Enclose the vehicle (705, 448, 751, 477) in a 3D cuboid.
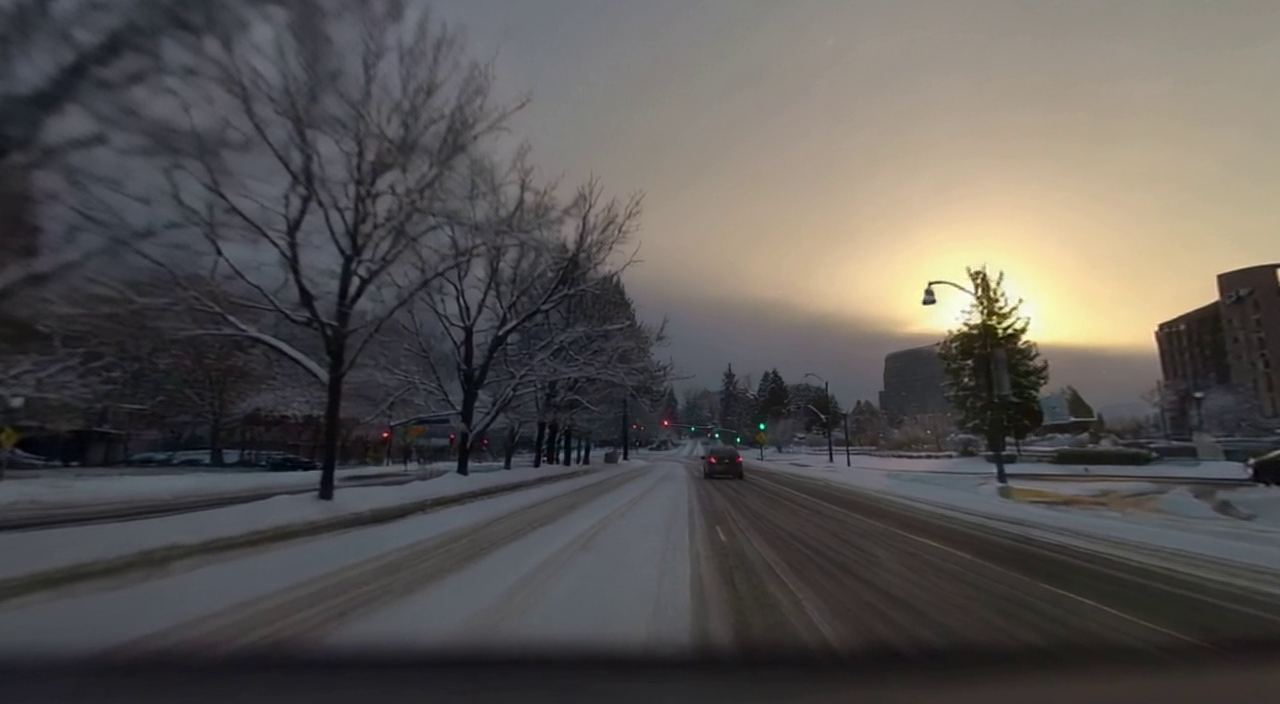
[{"bbox_3d":[4.797,6.072,35.052,2.133,1.481,4.276,0,-9,2],"label":"vehicle"}]
